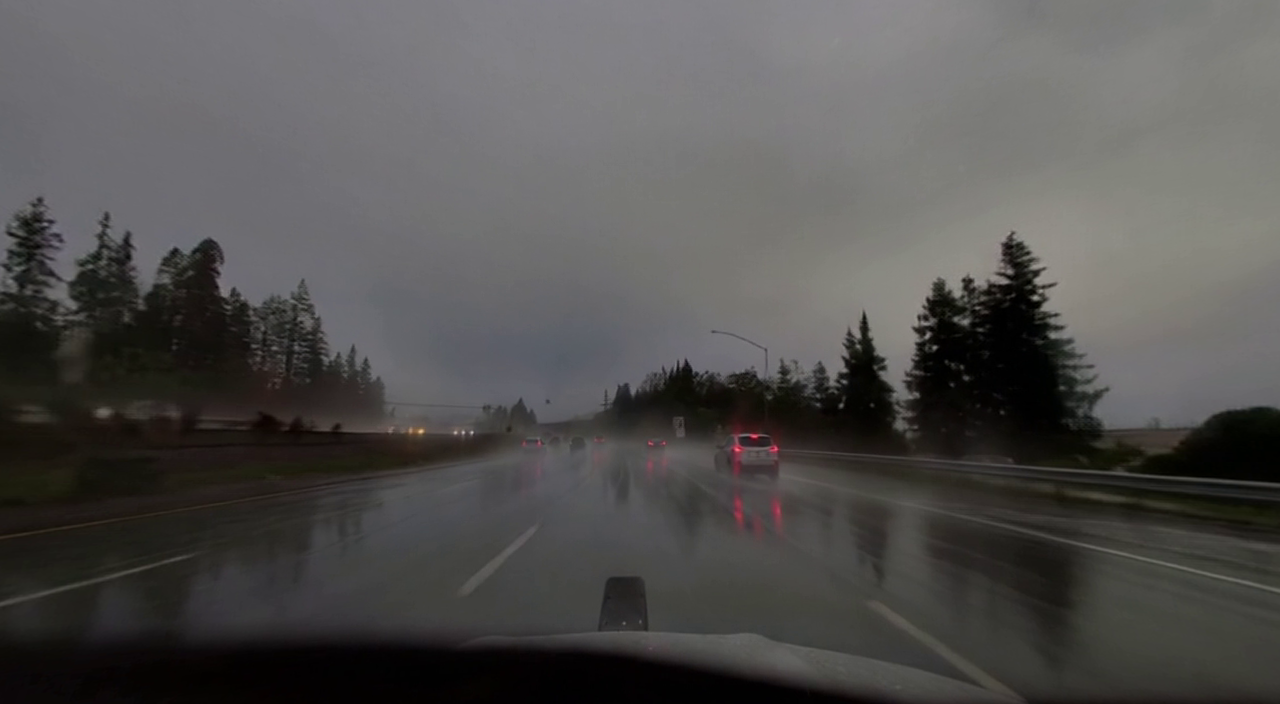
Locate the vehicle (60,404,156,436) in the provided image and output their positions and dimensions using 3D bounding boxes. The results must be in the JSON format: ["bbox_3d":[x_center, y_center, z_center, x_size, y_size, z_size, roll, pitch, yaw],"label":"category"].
[{"bbox_3d":[-25.772,3.347,30.709,1.606,1.450,3.588,0,-8,-3],"label":"vehicle"}]

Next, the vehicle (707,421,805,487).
[{"bbox_3d":[3.402,3.112,19.443,2.043,1.795,4.347,0,-8,-2],"label":"vehicle"}]

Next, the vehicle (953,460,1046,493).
[{"bbox_3d":[20.268,7.001,35.828,2.033,1.580,4.752,1,-8,-8],"label":"vehicle"}]
